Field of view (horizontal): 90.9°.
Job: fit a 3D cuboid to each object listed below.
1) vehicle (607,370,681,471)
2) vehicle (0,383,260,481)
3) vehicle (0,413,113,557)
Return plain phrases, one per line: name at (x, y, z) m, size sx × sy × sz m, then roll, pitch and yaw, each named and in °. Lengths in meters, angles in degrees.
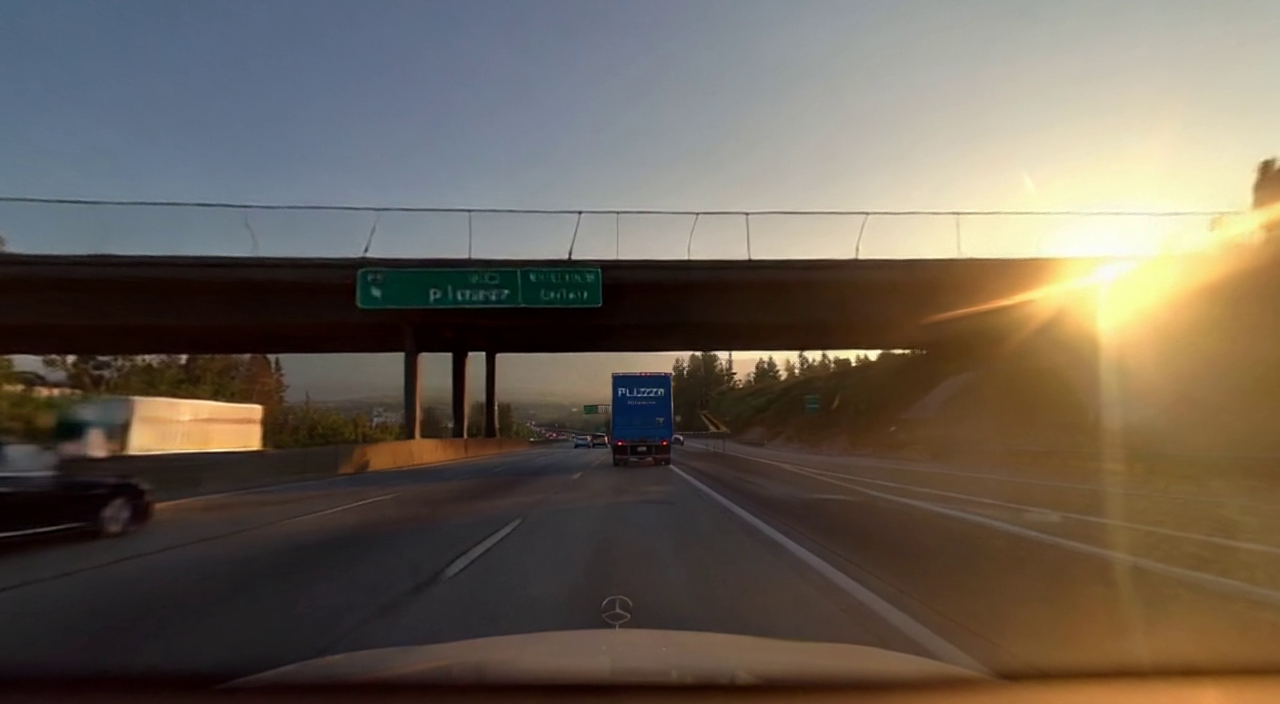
vehicle at (0.040, 3.479, 30.767) m, size 2.926 × 3.959 × 11.818 m, roll 0°, pitch -8°, yaw -1°
vehicle at (-24.747, 4.088, 31.998) m, size 2.858 × 3.950 × 12.922 m, roll 0°, pitch -8°, yaw 0°
vehicle at (-7.995, 1.369, 6.263) m, size 2.041 × 1.566 × 3.986 m, roll 0°, pitch -8°, yaw -1°
